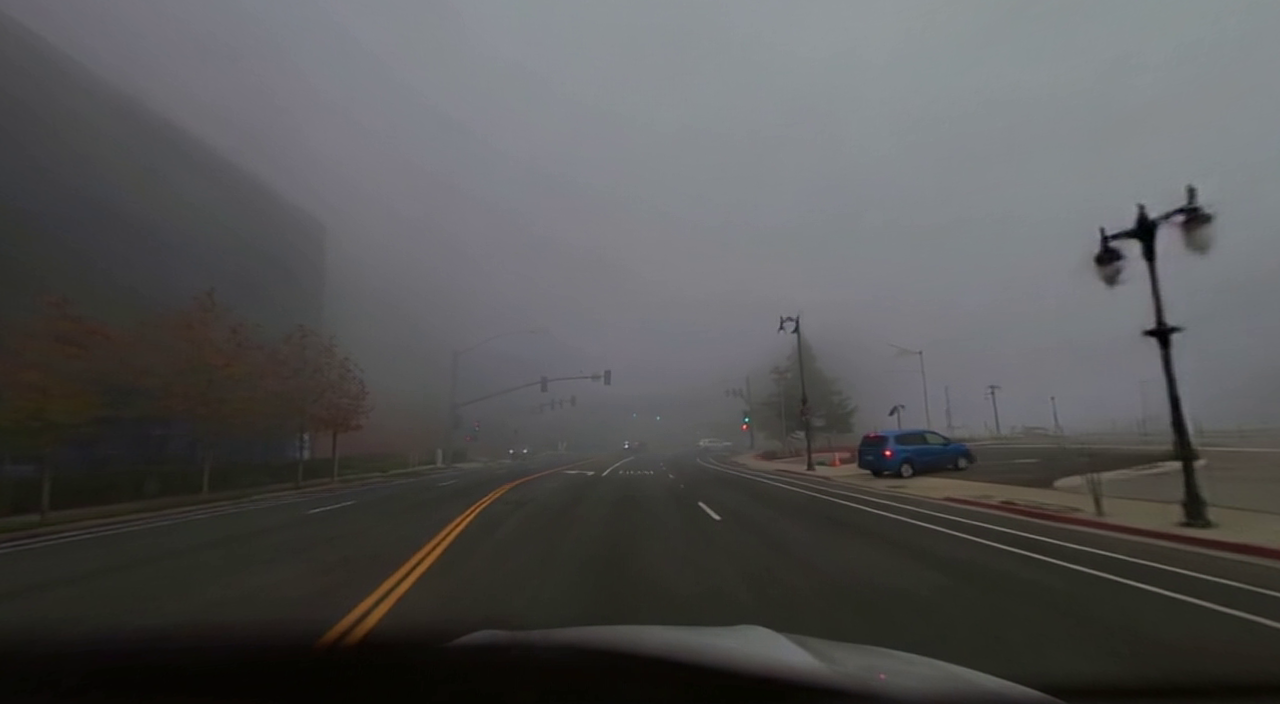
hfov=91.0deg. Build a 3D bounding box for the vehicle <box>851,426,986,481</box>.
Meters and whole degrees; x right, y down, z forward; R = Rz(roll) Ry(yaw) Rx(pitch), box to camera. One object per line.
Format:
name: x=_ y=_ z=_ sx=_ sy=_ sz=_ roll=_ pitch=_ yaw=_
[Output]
vehicle: x=10.222 y=3.697 z=23.043 sx=4.635 sy=1.821 sz=2.087 roll=5 pitch=-10 yaw=-30
